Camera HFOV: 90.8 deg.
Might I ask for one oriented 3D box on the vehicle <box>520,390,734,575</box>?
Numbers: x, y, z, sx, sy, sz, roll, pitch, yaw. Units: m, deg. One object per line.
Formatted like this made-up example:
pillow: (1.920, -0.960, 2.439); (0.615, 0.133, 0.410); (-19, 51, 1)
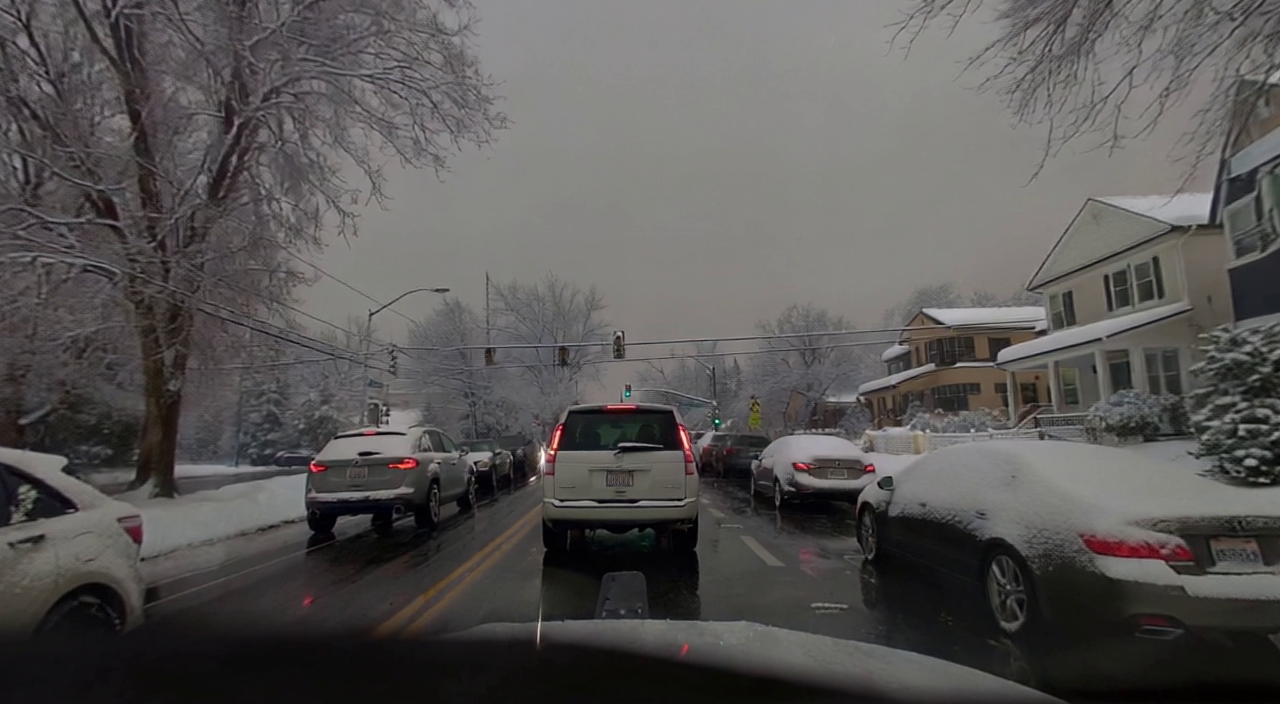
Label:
vehicle: (-0.213, 1.629, 8.616); (2.164, 1.867, 4.254); (0, -8, -2)

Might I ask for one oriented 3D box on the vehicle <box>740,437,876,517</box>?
vehicle: (3.480, 2.643, 13.888); (1.880, 1.476, 3.932); (0, -8, 0)

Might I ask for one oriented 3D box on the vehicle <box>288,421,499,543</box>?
vehicle: (-3.724, 2.026, 10.514); (1.864, 1.576, 4.324); (0, -8, -2)

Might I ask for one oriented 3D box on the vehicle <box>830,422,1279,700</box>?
vehicle: (3.471, 1.465, 5.772); (1.977, 1.480, 4.589); (0, -8, -1)
